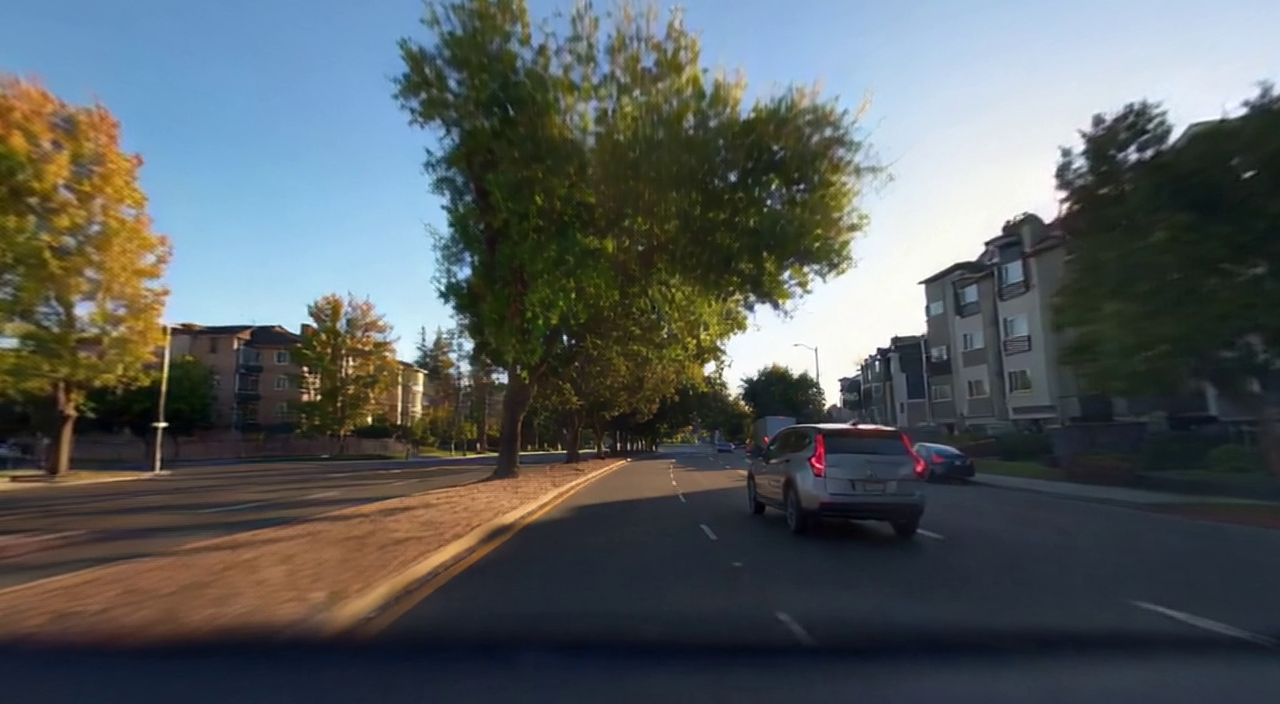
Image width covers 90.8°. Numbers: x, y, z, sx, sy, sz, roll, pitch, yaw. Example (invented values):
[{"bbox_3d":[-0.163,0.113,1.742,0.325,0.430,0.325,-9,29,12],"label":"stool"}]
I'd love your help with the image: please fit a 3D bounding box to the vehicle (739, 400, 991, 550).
[{"bbox_3d":[3.103,1.843,10.042,2.215,1.812,4.569,0,-9,-1],"label":"vehicle"}]
